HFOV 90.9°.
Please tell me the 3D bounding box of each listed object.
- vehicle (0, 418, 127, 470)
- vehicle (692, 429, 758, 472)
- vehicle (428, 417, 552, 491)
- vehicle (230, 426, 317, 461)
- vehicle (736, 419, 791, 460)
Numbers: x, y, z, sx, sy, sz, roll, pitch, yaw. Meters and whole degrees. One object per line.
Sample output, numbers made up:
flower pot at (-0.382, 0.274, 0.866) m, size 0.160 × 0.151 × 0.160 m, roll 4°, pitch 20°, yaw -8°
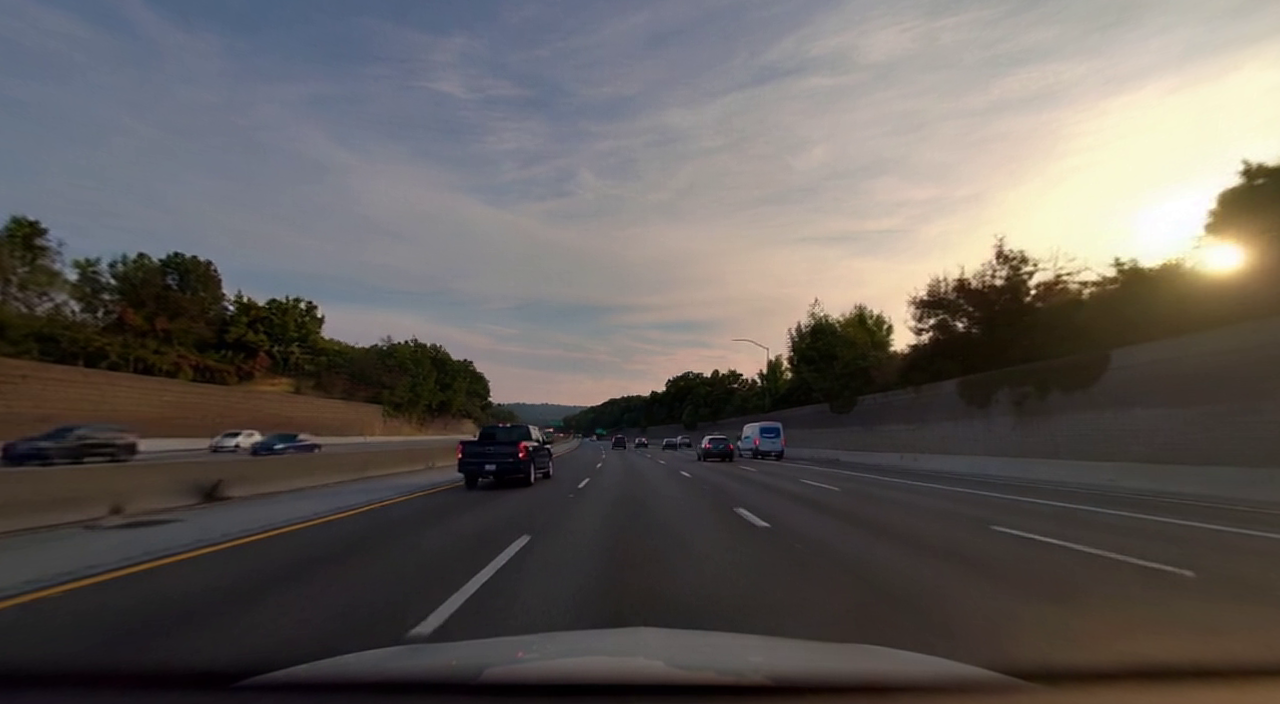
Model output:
vehicle at (-22.185, 3.467, 23.664) m, size 1.945 × 1.750 × 4.683 m, roll 0°, pitch -8°, yaw -2°
vehicle at (3.660, 4.357, 27.940) m, size 2.141 × 1.732 × 4.279 m, roll 0°, pitch -8°, yaw -3°
vehicle at (-4.228, 3.028, 19.045) m, size 2.331 × 1.884 × 5.787 m, roll 0°, pitch -8°, yaw 0°
vehicle at (-18.458, 4.662, 32.041) m, size 1.836 × 1.616 × 4.380 m, roll 0°, pitch -8°, yaw -1°
vehicle at (8.918, 6.470, 46.407) m, size 2.274 × 2.802 × 6.802 m, roll 0°, pitch -8°, yaw -4°
